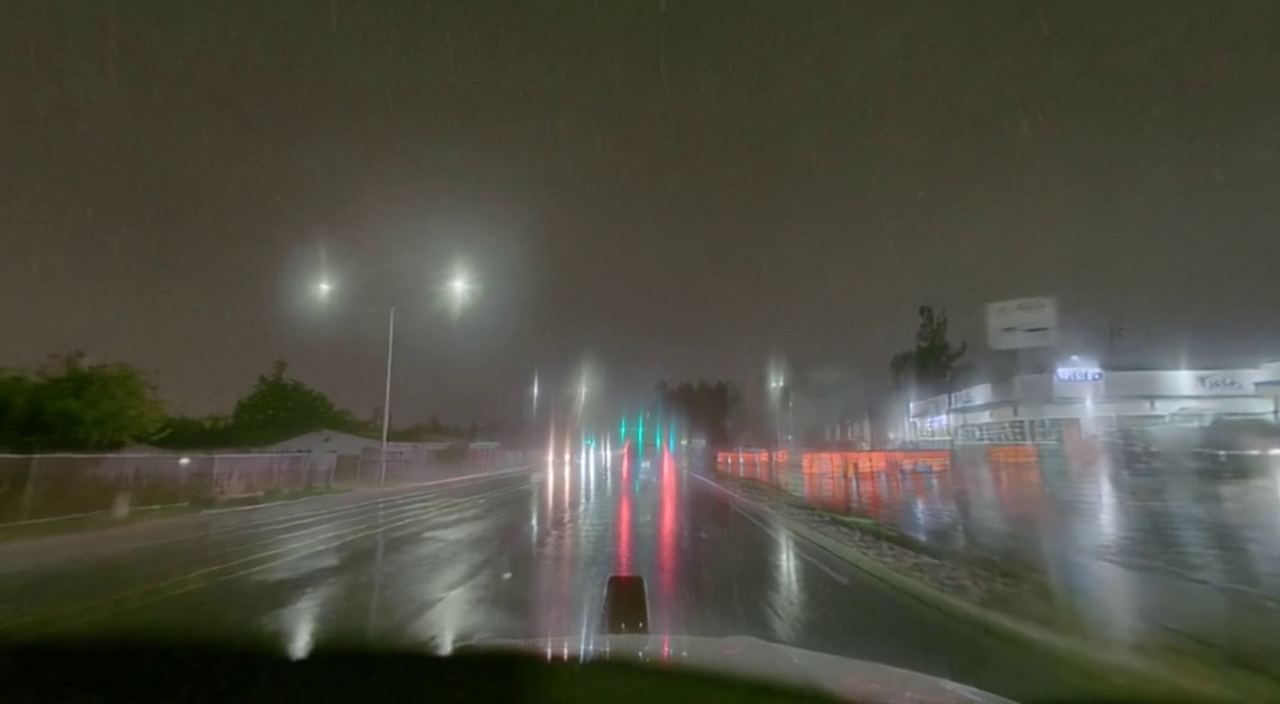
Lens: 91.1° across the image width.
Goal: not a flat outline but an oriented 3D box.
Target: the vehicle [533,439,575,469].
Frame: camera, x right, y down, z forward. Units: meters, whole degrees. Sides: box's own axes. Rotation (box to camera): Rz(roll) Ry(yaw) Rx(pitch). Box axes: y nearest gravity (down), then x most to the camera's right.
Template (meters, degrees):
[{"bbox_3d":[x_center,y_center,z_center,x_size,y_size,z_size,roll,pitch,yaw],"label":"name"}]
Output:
[{"bbox_3d":[-6.513,7.846,48.447,2.340,2.103,5.526,0,-9,1],"label":"vehicle"}]

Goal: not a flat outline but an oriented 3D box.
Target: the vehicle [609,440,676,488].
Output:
[{"bbox_3d":[0.083,3.893,22.138,2.144,1.514,4.063,0,-9,0],"label":"vehicle"}]

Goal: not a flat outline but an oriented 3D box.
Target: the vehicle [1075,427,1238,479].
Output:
[{"bbox_3d":[18.833,3.722,23.264,2.039,1.705,4.666,0,-9,0],"label":"vehicle"}]

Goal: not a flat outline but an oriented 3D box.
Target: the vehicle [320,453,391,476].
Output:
[{"bbox_3d":[-20.275,8.002,44.761,4.332,1.560,1.841,-2,-9,15],"label":"vehicle"}]
